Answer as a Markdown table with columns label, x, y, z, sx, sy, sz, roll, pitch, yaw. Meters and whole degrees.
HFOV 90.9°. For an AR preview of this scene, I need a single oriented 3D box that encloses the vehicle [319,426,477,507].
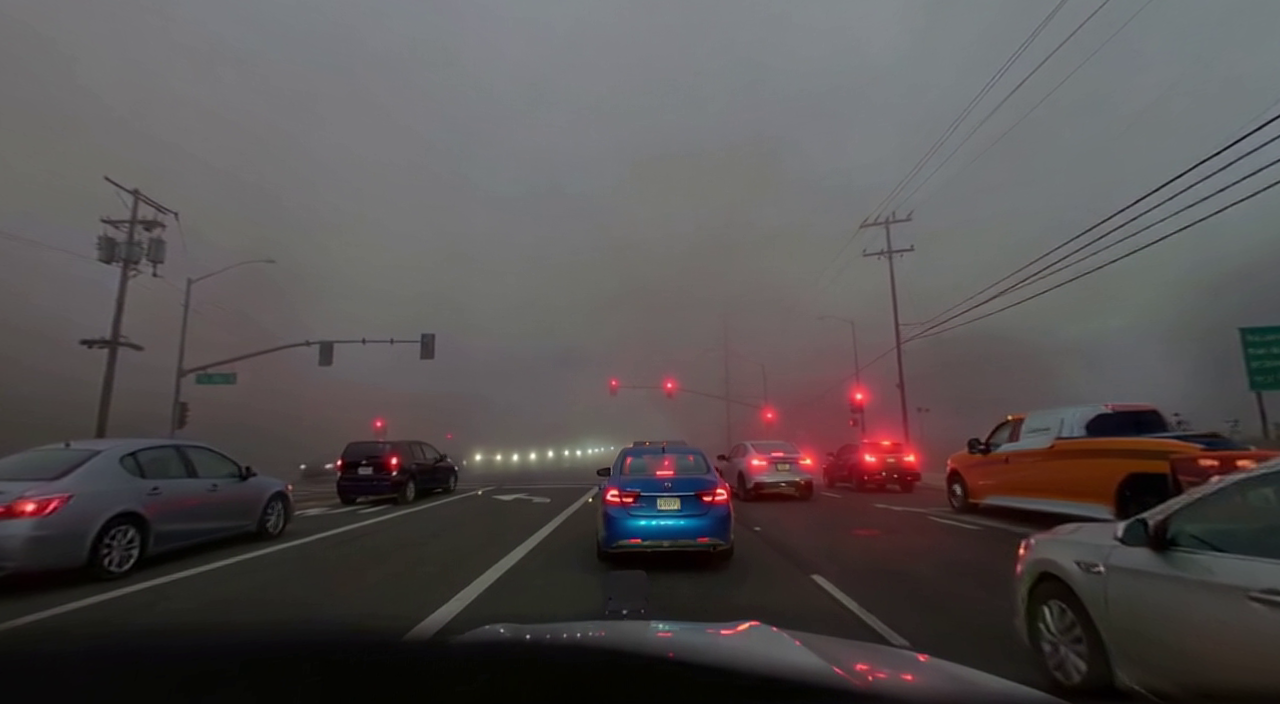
| label | x | y | z | sx | sy | sz | roll | pitch | yaw |
| --- | --- | --- | --- | --- | --- | --- | --- | --- | --- |
| vehicle | -6.239 | 3.005 | 17.106 | 2.070 | 1.824 | 5.196 | -1 | -8 | 2 |

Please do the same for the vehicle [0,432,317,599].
| label | x | y | z | sx | sy | sz | roll | pitch | yaw |
| --- | --- | --- | --- | --- | --- | --- | --- | --- | --- |
| vehicle | -6.404 | 1.831 | 8.112 | 1.955 | 1.497 | 4.639 | -1 | -8 | 1 |

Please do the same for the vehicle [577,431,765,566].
| label | x | y | z | sx | sy | sz | roll | pitch | yaw |
| --- | --- | --- | --- | --- | --- | --- | --- | --- | --- |
| vehicle | 0.328 | 1.939 | 9.129 | 2.109 | 1.483 | 3.964 | 0 | -8 | -1 |

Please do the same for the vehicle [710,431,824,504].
| label | x | y | z | sx | sy | sz | roll | pitch | yaw |
| --- | --- | --- | --- | --- | --- | --- | --- | --- | --- |
| vehicle | 3.239 | 3.039 | 17.094 | 2.042 | 1.676 | 4.364 | 0 | -8 | -2 |

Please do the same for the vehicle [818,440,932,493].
| label | x | y | z | sx | sy | sz | roll | pitch | yaw |
| --- | --- | --- | --- | --- | --- | --- | --- | --- | --- |
| vehicle | 7.271 | 3.557 | 20.057 | 1.867 | 1.459 | 4.436 | 0 | -8 | -1 |

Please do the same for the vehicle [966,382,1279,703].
| label | x | y | z | sx | sy | sz | roll | pitch | yaw |
| --- | --- | --- | --- | --- | --- | --- | --- | --- | --- |
| vehicle | 3.101 | 0.856 | 2.073 | 1.870 | 1.523 | 4.096 | 0 | -8 | 0 |
